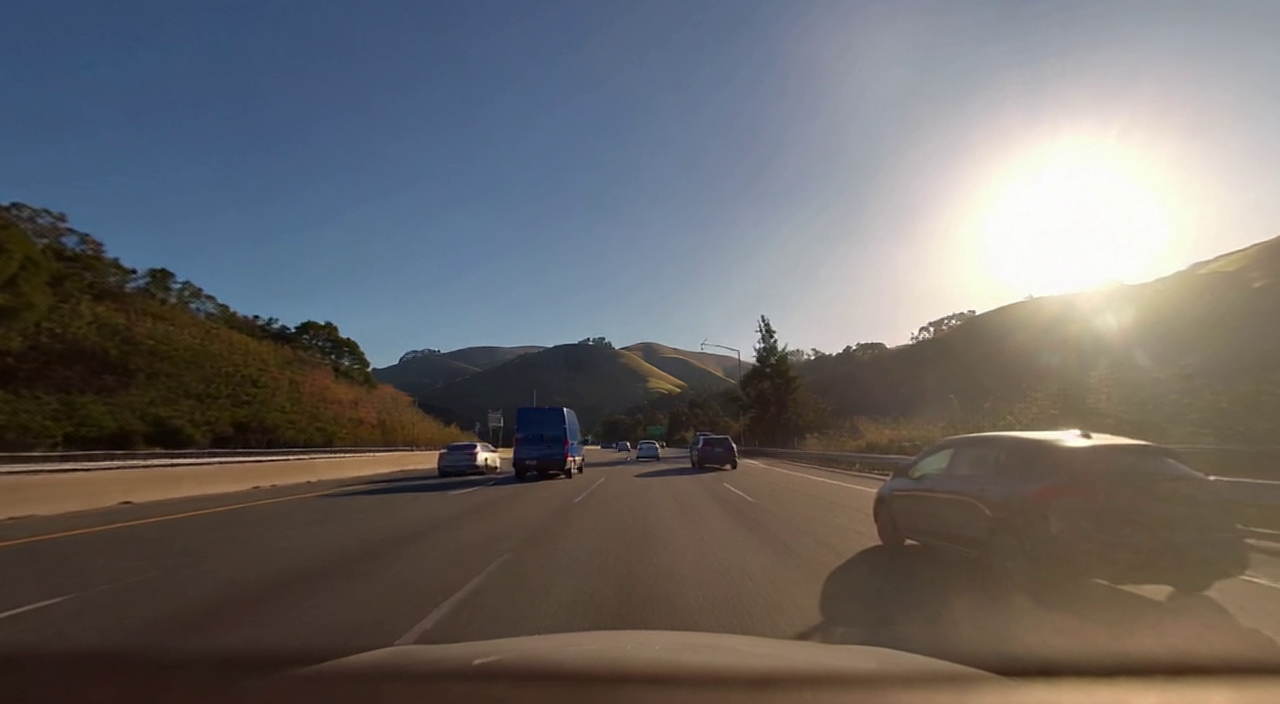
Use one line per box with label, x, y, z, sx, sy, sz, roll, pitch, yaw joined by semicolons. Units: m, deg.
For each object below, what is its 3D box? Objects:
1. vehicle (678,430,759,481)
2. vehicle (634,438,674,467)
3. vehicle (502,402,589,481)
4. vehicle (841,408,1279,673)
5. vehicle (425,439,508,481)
vehicle;2.752;3.756;23.174;2.270;1.660;4.101;0;-8;-3
vehicle;0.716;5.453;34.421;2.054;1.504;3.890;0;-8;0
vehicle;-3.425;3.446;24.317;2.396;2.664;5.735;0;-8;1
vehicle;3.669;1.387;5.853;2.050;1.491;4.362;0;-8;-2
vehicle;-6.716;4.196;24.891;1.964;1.487;4.417;0;-8;1
